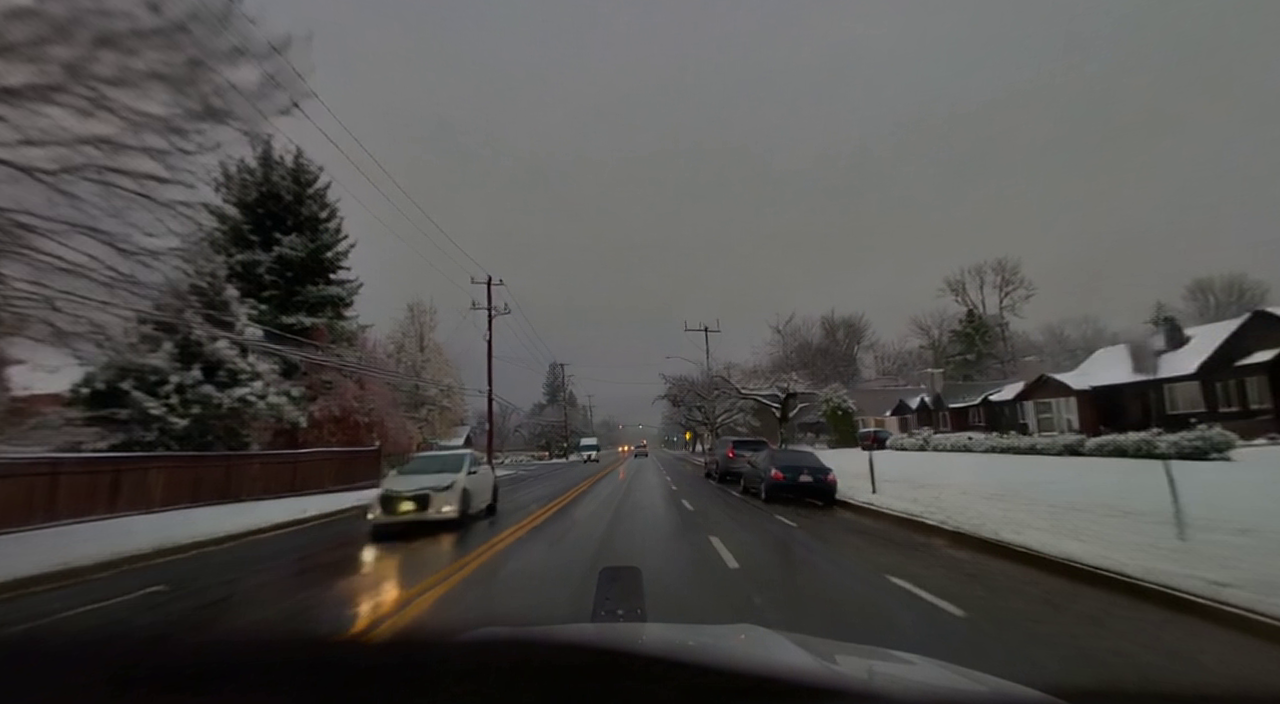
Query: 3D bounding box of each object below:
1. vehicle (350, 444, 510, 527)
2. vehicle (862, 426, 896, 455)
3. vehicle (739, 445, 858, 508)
[{"bbox_3d":[-4.373,2.822,14.014,1.960,1.521,4.397,0,-9,1],"label":"vehicle"},{"bbox_3d":[17.193,6.402,45.717,2.068,1.963,5.037,-3,-9,19],"label":"vehicle"},{"bbox_3d":[3.961,3.174,16.682,1.874,1.415,4.683,0,-9,0],"label":"vehicle"}]
